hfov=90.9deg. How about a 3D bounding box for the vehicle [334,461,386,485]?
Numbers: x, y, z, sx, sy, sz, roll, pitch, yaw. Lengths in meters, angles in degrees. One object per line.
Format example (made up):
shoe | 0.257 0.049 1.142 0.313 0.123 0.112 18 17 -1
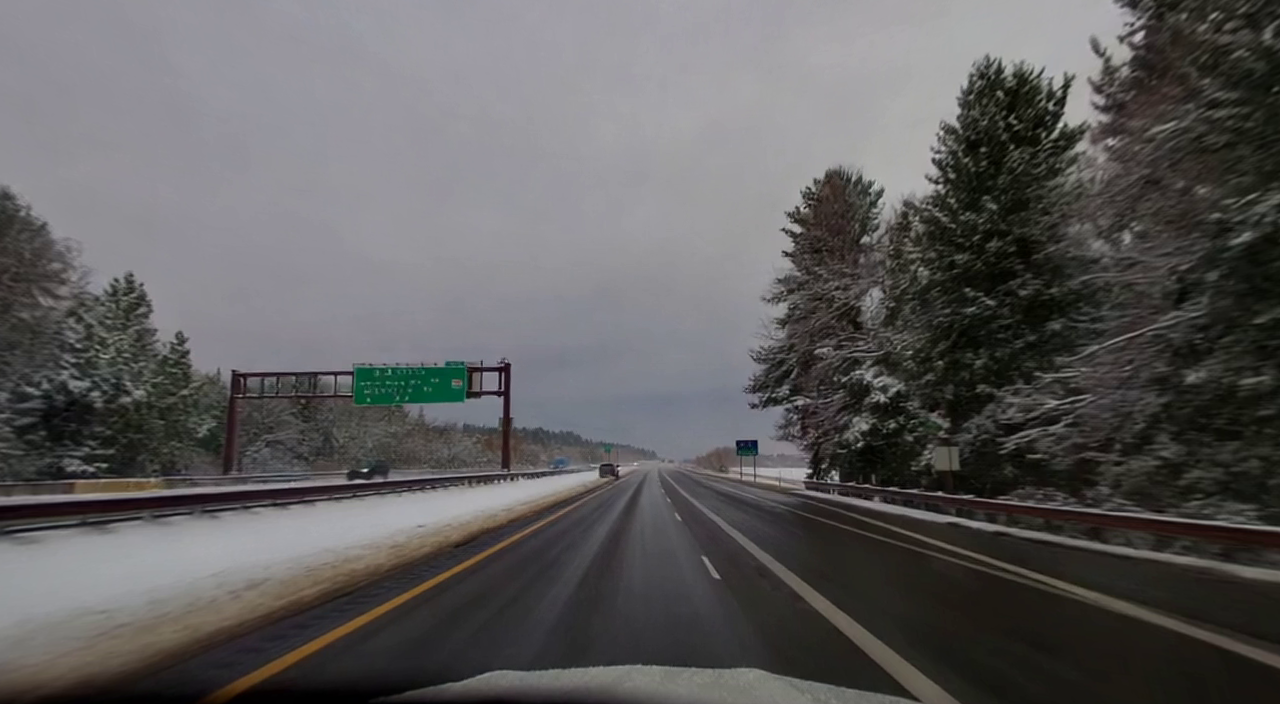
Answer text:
vehicle | -22.056 9.549 49.832 1.906 1.774 4.441 0 -10 2
